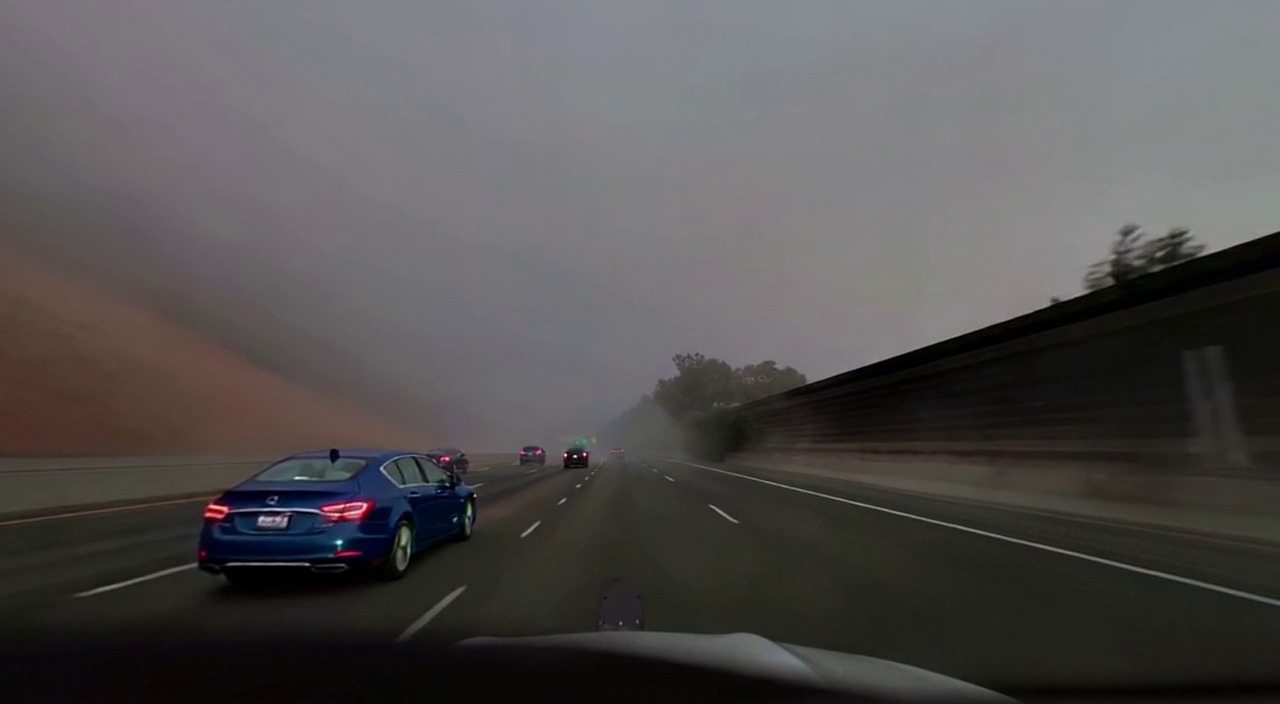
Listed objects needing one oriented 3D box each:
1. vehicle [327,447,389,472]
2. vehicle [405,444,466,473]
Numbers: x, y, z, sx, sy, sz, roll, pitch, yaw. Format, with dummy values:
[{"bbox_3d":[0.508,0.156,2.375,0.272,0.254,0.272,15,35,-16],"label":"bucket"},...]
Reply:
[{"bbox_3d":[-17.081,6.515,38.499,1.927,1.396,4.150,0,-9,-1],"label":"vehicle"},{"bbox_3d":[-11.259,5.893,35.147,1.949,1.475,4.740,0,-9,-2],"label":"vehicle"}]
